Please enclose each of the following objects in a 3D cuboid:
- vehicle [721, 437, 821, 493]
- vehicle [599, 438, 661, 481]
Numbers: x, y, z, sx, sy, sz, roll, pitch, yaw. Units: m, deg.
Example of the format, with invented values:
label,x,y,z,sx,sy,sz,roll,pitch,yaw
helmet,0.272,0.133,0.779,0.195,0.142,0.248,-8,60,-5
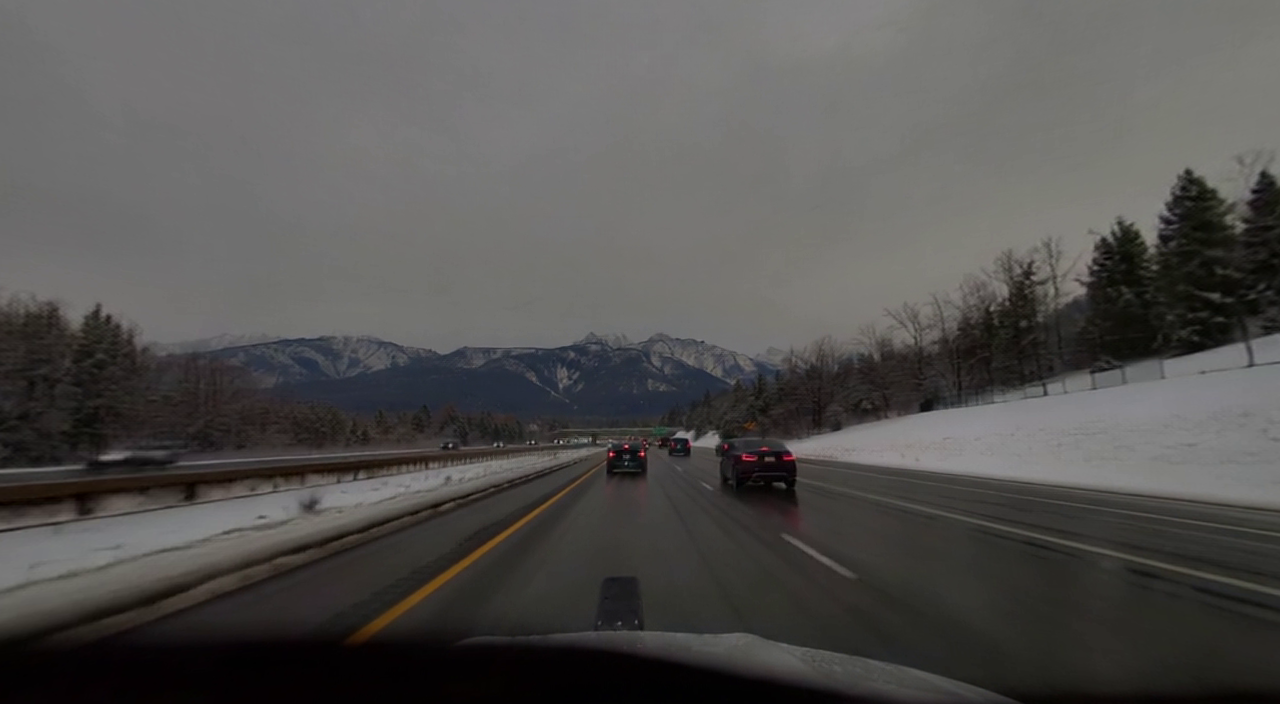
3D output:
label,x,y,z,sx,sy,sz,roll,pitch,yaw
vehicle,3.735,3.285,18.711,1.957,1.447,4.241,0,-8,-2
vehicle,-0.350,3.944,23.291,2.085,1.449,3.860,0,-8,0
